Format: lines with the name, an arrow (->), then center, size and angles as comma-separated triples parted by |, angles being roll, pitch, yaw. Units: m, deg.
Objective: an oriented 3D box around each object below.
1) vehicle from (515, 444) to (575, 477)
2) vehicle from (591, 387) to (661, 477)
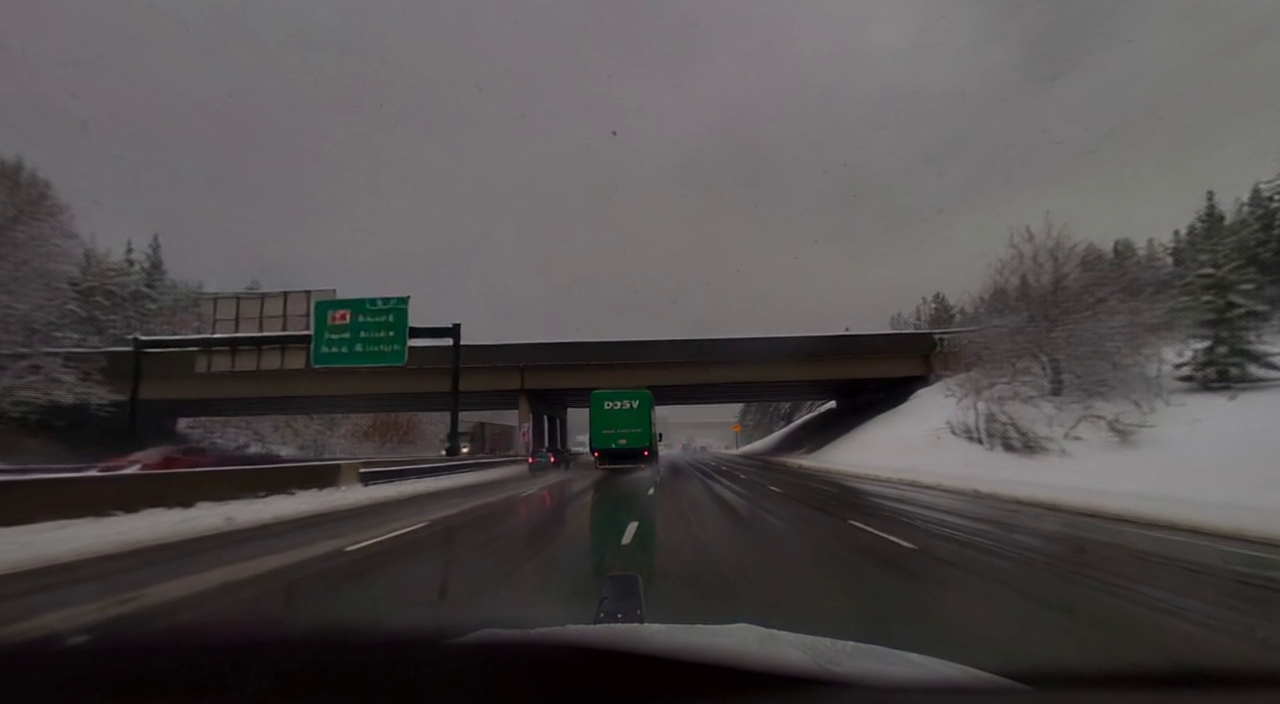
vehicle -> -4.542, 5.268, 30.713 | 1.958, 1.467, 4.737 | -1, -9, 3
vehicle -> -0.417, 4.543, 34.526 | 3.025, 4.002, 12.709 | -1, -9, 2
